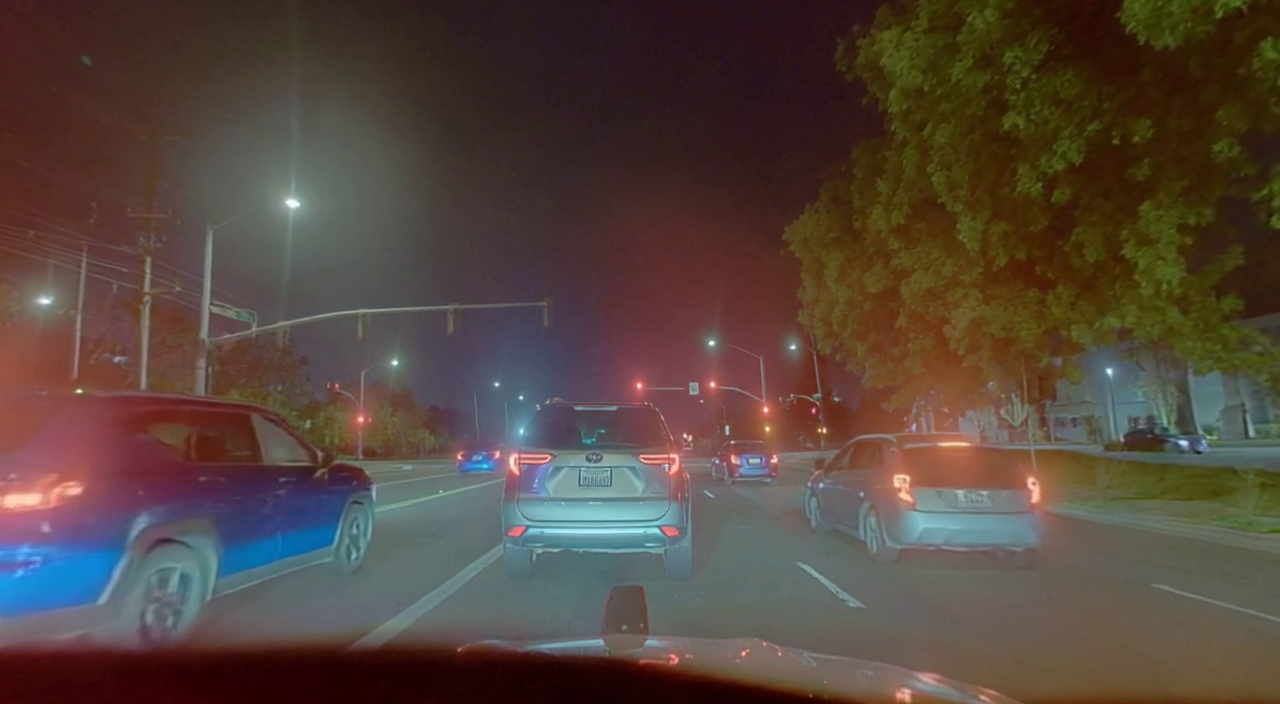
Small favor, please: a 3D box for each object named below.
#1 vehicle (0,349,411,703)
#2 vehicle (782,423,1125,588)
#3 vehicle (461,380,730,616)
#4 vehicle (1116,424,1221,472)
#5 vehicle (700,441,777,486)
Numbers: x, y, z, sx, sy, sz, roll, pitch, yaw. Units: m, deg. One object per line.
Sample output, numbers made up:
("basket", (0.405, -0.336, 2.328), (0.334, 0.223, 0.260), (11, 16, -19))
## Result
("vehicle", (-3.707, 1.147, 4.845), (2.160, 1.666, 4.583), (0, -8, 0))
("vehicle", (3.353, 1.721, 7.934), (2.121, 1.494, 4.208), (0, -8, 0))
("vehicle", (-0.351, 1.438, 7.091), (2.064, 1.817, 4.298), (0, -8, 0))
("vehicle", (19.313, 3.504, 22.982), (4.215, 1.578, 1.892), (7, -11, -37))
("vehicle", (3.366, 3.898, 22.385), (2.104, 1.441, 4.240), (0, -8, 1))
